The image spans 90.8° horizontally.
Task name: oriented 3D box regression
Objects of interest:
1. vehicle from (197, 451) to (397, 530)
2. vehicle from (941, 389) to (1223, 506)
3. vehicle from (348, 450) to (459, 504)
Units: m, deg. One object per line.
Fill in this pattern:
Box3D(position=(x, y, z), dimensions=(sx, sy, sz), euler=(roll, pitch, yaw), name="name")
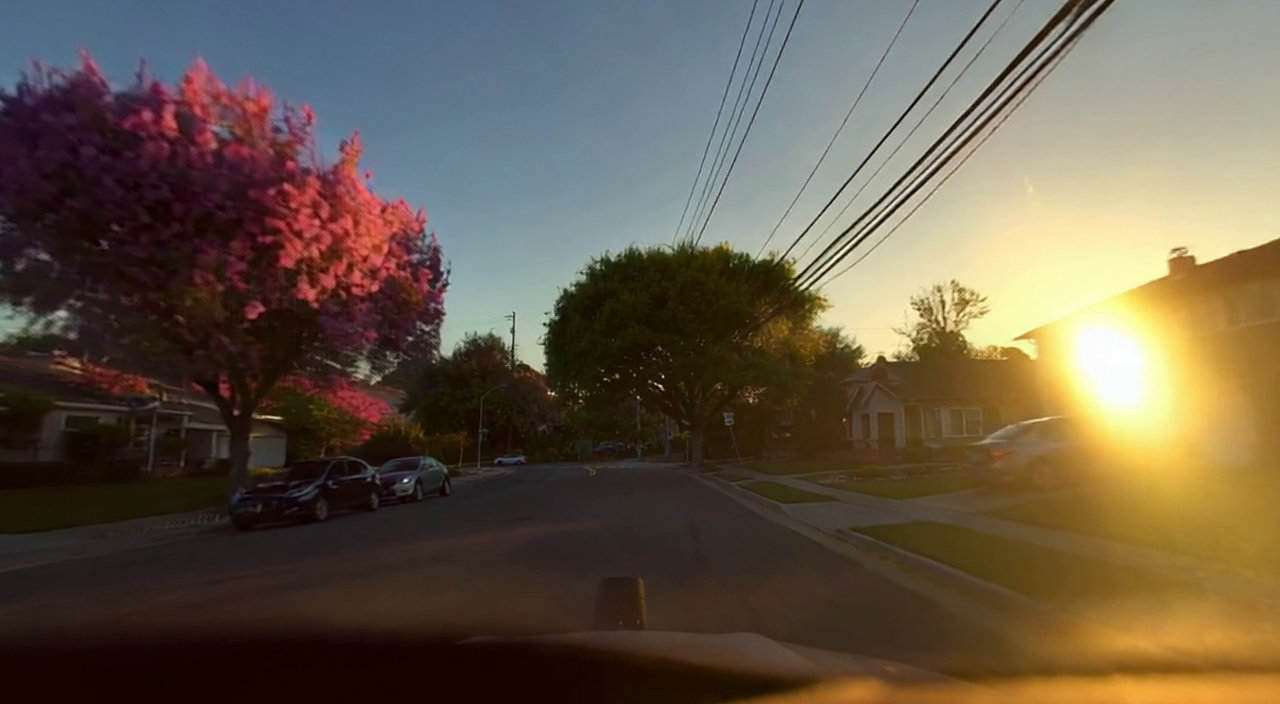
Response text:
Box3D(position=(-7.594, 3.060, 14.658), dimensions=(2.034, 1.493, 4.524), euler=(0, -9, 1), name="vehicle")
Box3D(position=(8.600, 1.904, 12.619), dimensions=(4.025, 1.738, 1.920), euler=(-6, -9, -1), name="vehicle")
Box3D(position=(-7.345, 3.883, 20.140), dimensions=(1.896, 1.484, 4.298), euler=(0, -9, 0), name="vehicle")
